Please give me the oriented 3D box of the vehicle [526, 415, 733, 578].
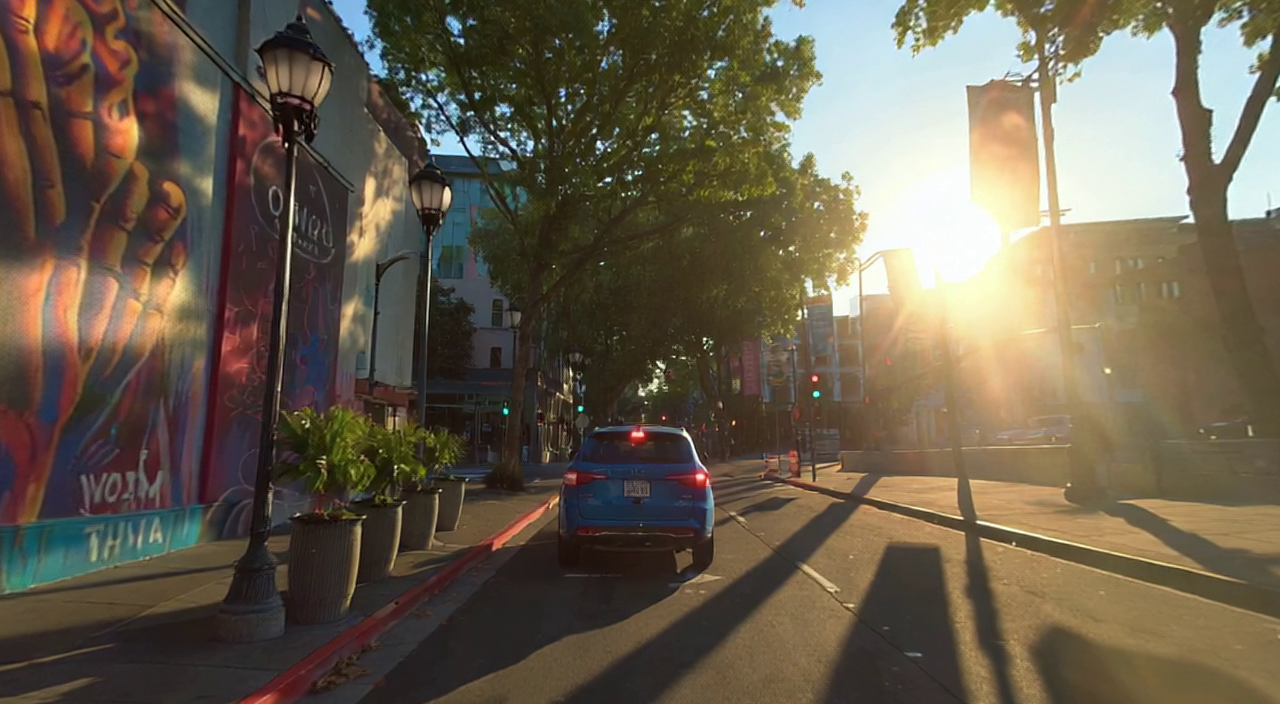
[{"bbox_3d":[-0.132,1.751,8.378,2.079,1.621,3.861,0,-8,-1],"label":"vehicle"}]
